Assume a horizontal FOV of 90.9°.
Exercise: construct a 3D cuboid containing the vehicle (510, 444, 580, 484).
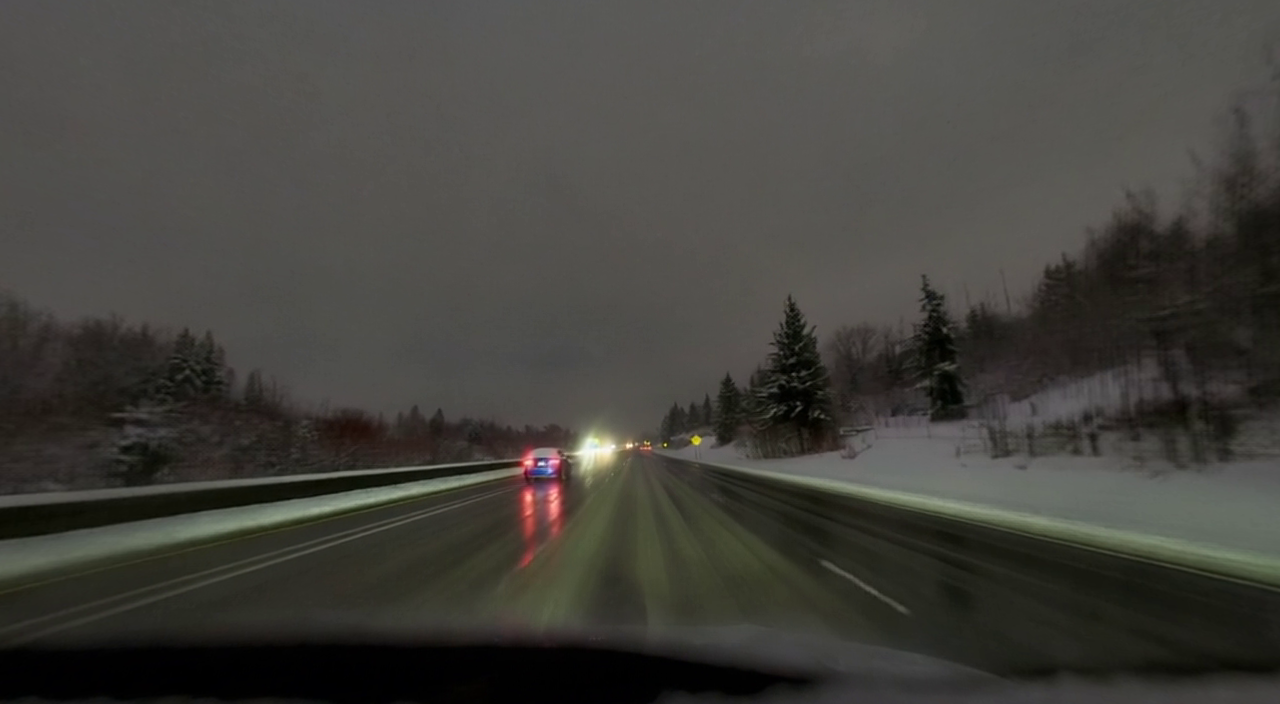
[{"bbox_3d":[-3.919,4.729,26.875,2.160,1.552,4.592,0,-9,1],"label":"vehicle"}]
